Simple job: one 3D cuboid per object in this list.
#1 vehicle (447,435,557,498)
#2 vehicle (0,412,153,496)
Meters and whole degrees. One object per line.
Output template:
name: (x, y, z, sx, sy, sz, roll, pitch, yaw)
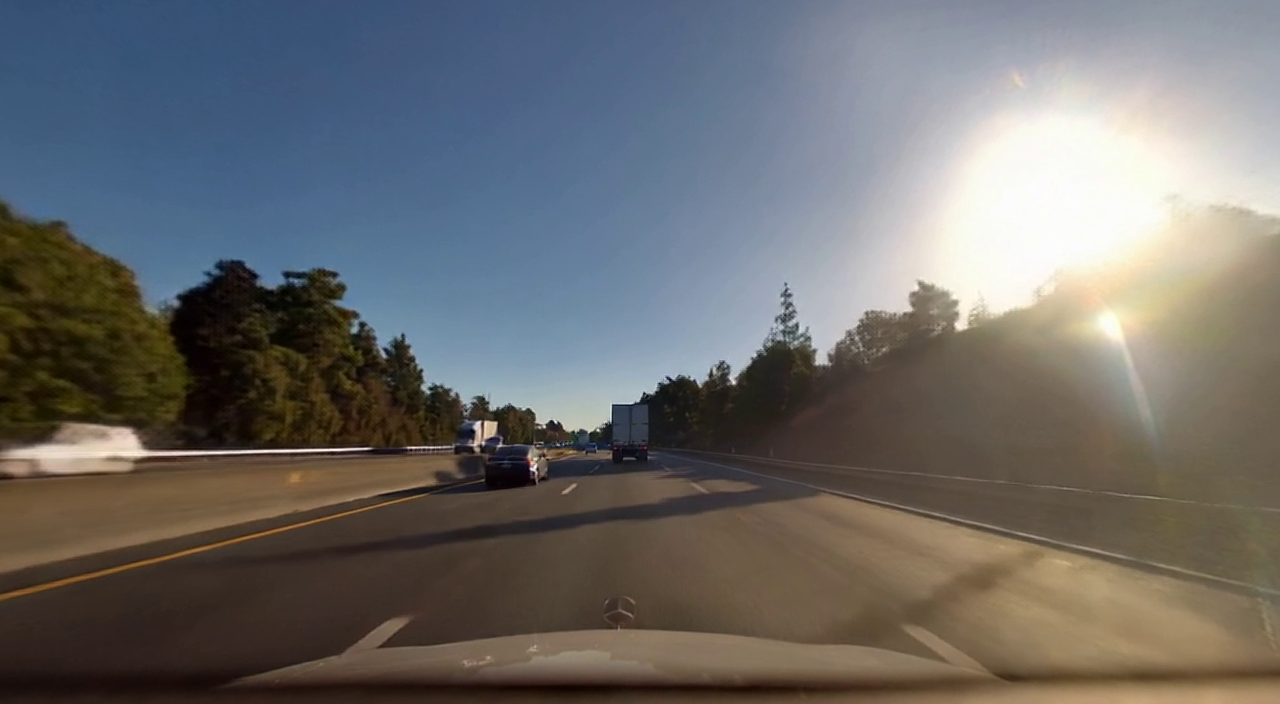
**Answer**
vehicle: (-3.682, 3.149, 17.644, 2.057, 1.519, 4.372, 0, -9, 1)
vehicle: (-13.547, 2.261, 13.916, 1.983, 1.629, 4.311, 0, -9, 0)
